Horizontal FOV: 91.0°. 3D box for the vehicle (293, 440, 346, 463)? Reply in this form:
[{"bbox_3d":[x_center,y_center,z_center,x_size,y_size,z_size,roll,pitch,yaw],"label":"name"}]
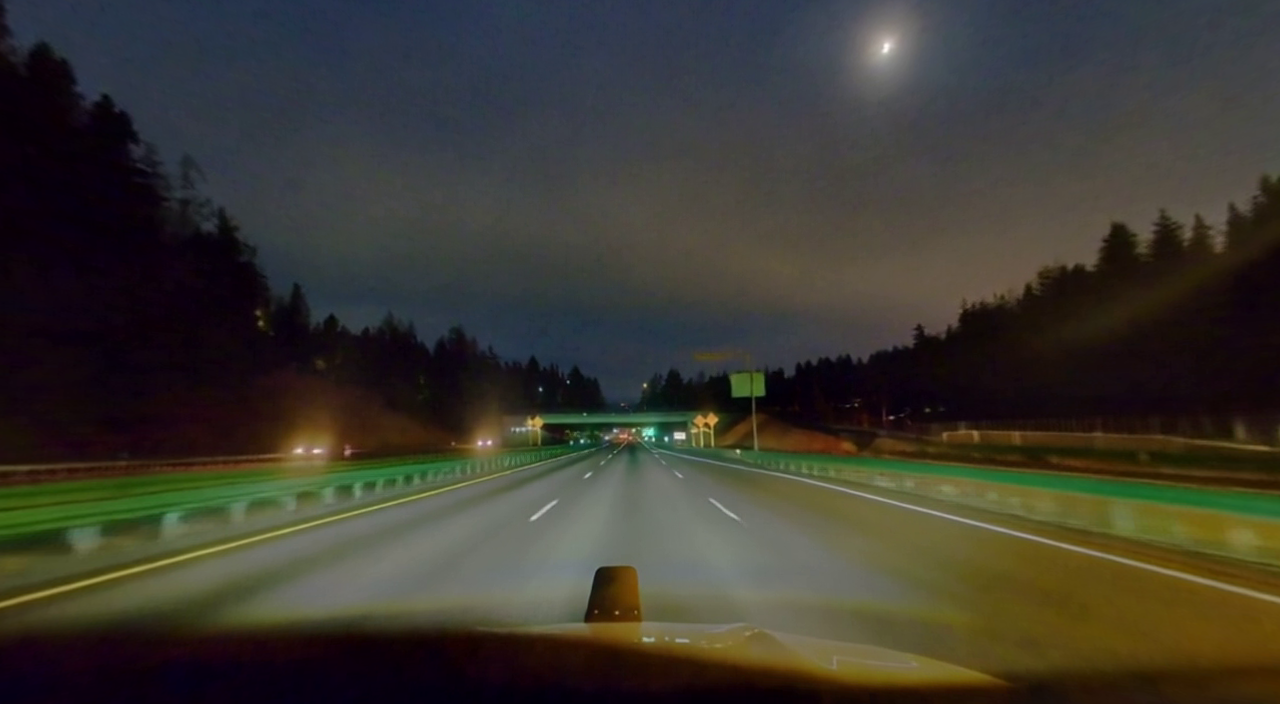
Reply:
[{"bbox_3d":[-22.594,6.990,44.500,1.863,1.490,3.869,0,-8,-3],"label":"vehicle"}]
